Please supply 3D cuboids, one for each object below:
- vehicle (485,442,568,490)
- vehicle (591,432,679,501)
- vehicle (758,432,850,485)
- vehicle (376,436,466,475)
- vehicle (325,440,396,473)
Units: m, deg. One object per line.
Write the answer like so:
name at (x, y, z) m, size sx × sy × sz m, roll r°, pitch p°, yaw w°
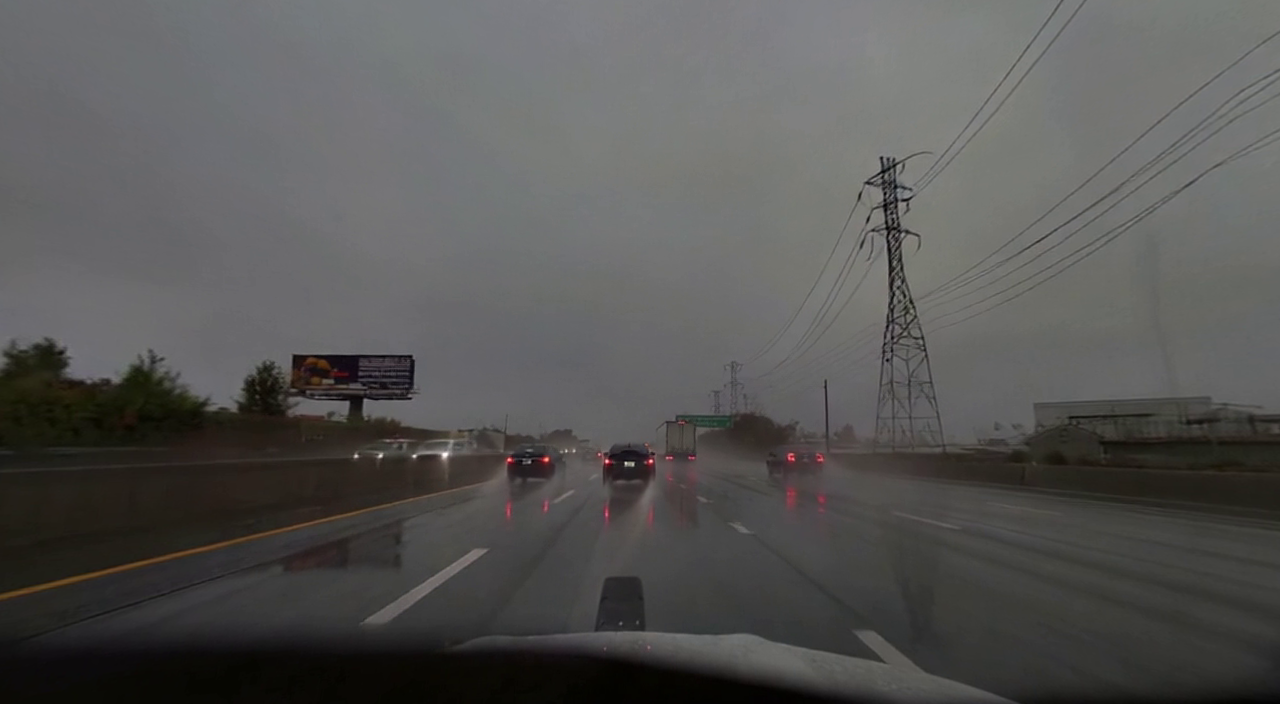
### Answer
vehicle at (-3.836, 3.967, 22.291) m, size 2.025 × 1.498 × 4.675 m, roll 0°, pitch -9°, yaw 1°
vehicle at (-0.161, 3.163, 17.741) m, size 2.191 × 1.685 × 4.015 m, roll 0°, pitch -9°, yaw -1°
vehicle at (6.787, 4.498, 26.932) m, size 2.302 × 1.973 × 5.502 m, roll 0°, pitch -9°, yaw -1°
vehicle at (-10.534, 5.056, 30.974) m, size 2.244 × 1.729 × 5.864 m, roll 0°, pitch -9°, yaw 1°
vehicle at (-17.886, 6.685, 40.739) m, size 2.154 × 1.967 × 5.297 m, roll 0°, pitch -9°, yaw 0°
